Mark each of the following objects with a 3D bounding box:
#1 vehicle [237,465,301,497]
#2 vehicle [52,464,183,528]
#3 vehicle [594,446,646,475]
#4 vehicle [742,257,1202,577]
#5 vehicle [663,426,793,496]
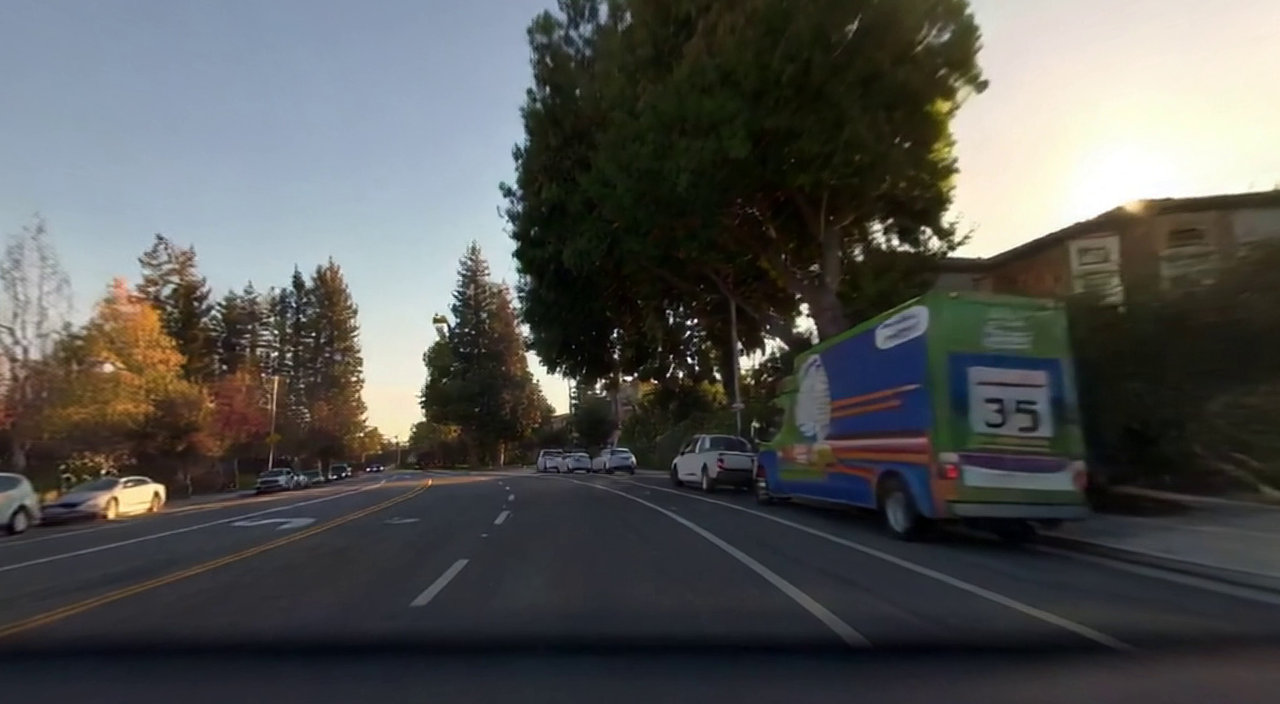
[{"bbox_3d":[-21.583,7.480,36.710,1.949,1.456,4.497,1,-7,-13],"label":"vehicle"},{"bbox_3d":[-18.441,5.038,22.414,1.934,1.733,3.921,-4,-8,-11],"label":"vehicle"},{"bbox_3d":[-1.231,6.180,36.206,2.041,1.520,4.674,2,-9,-14],"label":"vehicle"},{"bbox_3d":[4.083,1.191,10.399,2.918,3.319,7.595,1,-8,-5],"label":"vehicle"},{"bbox_3d":[2.553,3.445,20.346,2.251,1.868,6.178,2,-9,-11],"label":"vehicle"}]
